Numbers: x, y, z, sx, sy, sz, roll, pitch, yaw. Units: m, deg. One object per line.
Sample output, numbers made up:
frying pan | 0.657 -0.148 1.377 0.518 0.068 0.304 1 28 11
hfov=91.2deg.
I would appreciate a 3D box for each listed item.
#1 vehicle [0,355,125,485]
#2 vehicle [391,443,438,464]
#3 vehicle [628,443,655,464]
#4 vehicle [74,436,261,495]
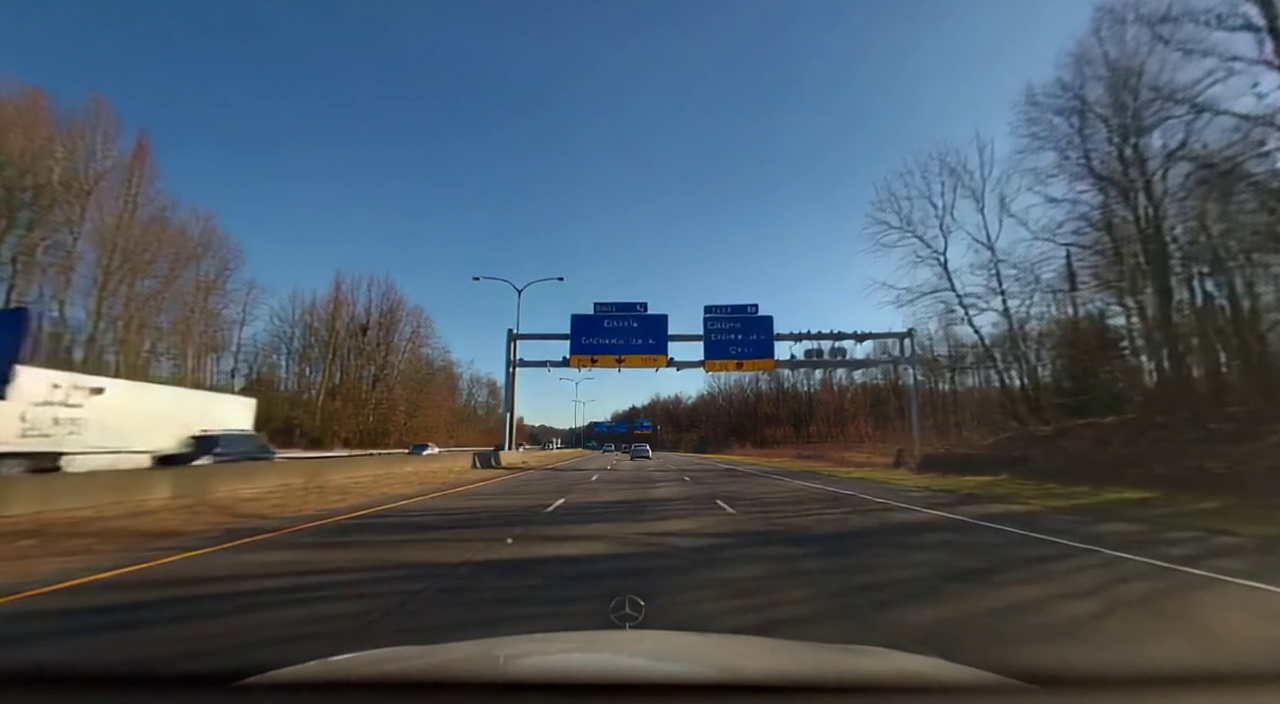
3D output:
vehicle | -21.065 2.007 18.673 2.940 3.918 9.839 0 -9 0
vehicle | -17.263 7.767 48.309 1.927 1.509 4.717 0 -8 0
vehicle | 0.099 7.469 46.345 1.859 1.478 3.799 0 -8 0
vehicle | -13.453 3.237 18.345 1.845 1.493 4.625 0 -8 0
